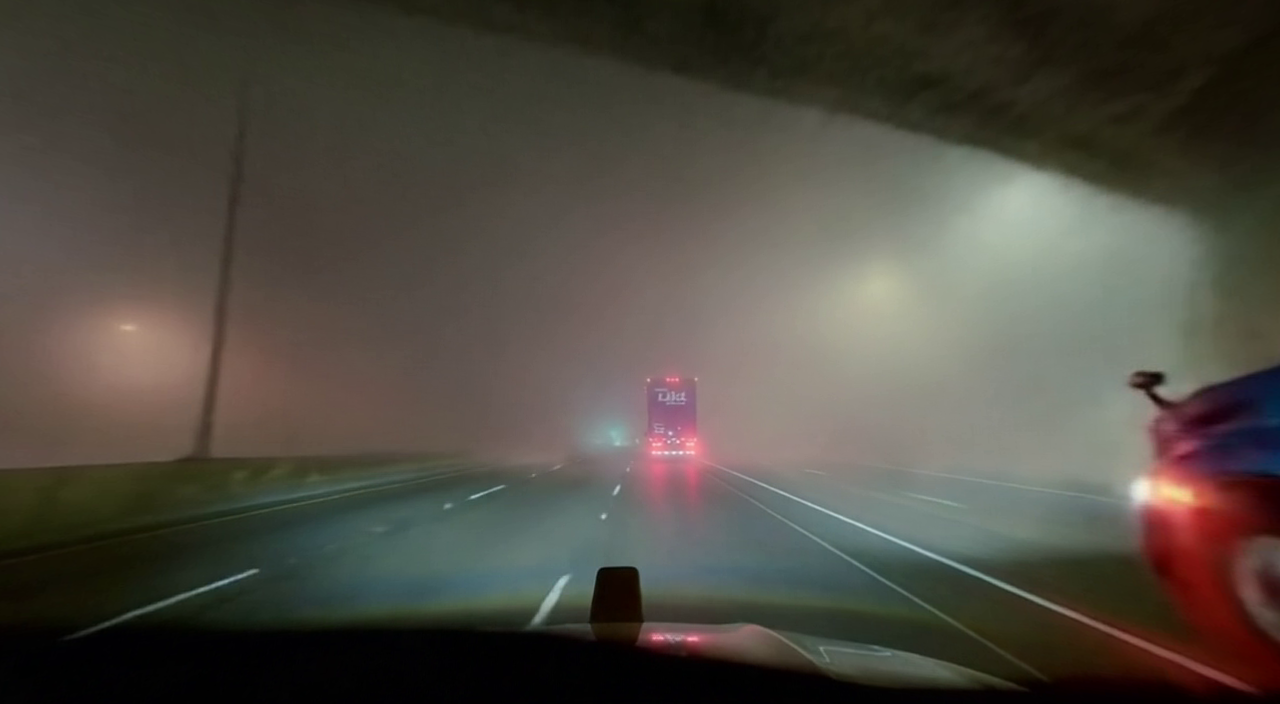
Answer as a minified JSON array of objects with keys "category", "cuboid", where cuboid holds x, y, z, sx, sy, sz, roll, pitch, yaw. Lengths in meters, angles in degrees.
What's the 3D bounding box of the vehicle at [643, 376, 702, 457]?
[{"category":"vehicle","cuboid":[1.796,4.331,40.090,3.034,4.194,14.704,0,-8,1]}]
